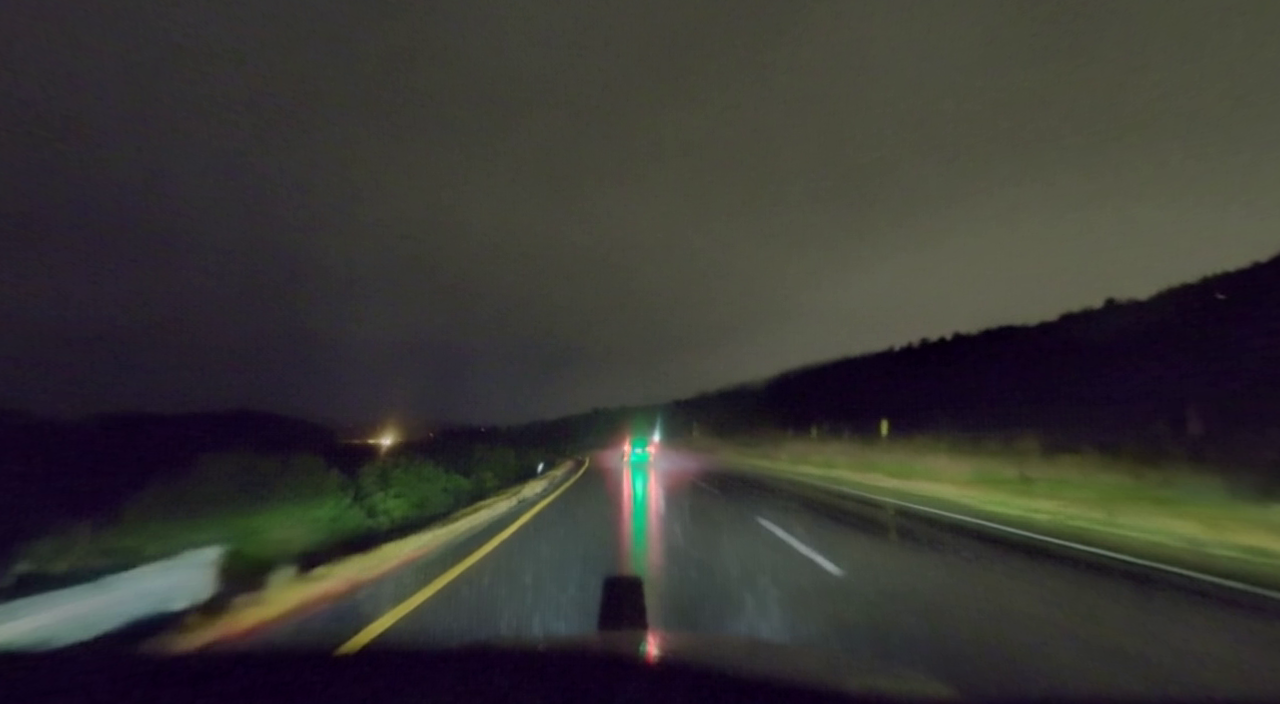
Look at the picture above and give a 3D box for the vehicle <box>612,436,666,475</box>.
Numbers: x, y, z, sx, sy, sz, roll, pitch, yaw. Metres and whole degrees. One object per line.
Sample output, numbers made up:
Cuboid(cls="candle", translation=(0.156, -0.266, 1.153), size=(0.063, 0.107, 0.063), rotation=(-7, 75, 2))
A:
Cuboid(cls="vehicle", translation=(-0.145, 4.263, 26.240), size=(2.029, 1.474, 4.183), rotation=(0, -8, -3))
